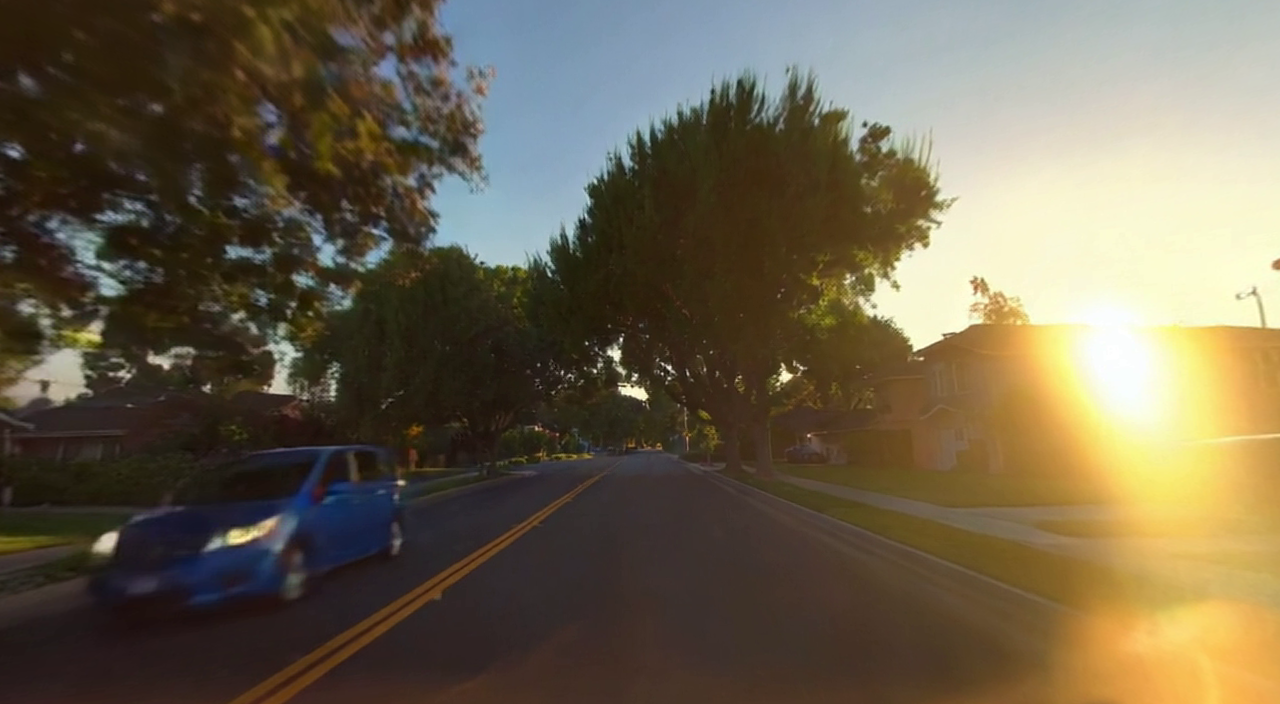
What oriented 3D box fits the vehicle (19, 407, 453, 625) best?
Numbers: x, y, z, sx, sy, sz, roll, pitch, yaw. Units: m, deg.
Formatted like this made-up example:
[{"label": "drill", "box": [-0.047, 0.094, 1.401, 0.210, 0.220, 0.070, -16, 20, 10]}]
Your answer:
[{"label": "vehicle", "box": [-4.080, 1.731, 7.677, 2.161, 1.798, 4.627, 0, -9, 0]}]
